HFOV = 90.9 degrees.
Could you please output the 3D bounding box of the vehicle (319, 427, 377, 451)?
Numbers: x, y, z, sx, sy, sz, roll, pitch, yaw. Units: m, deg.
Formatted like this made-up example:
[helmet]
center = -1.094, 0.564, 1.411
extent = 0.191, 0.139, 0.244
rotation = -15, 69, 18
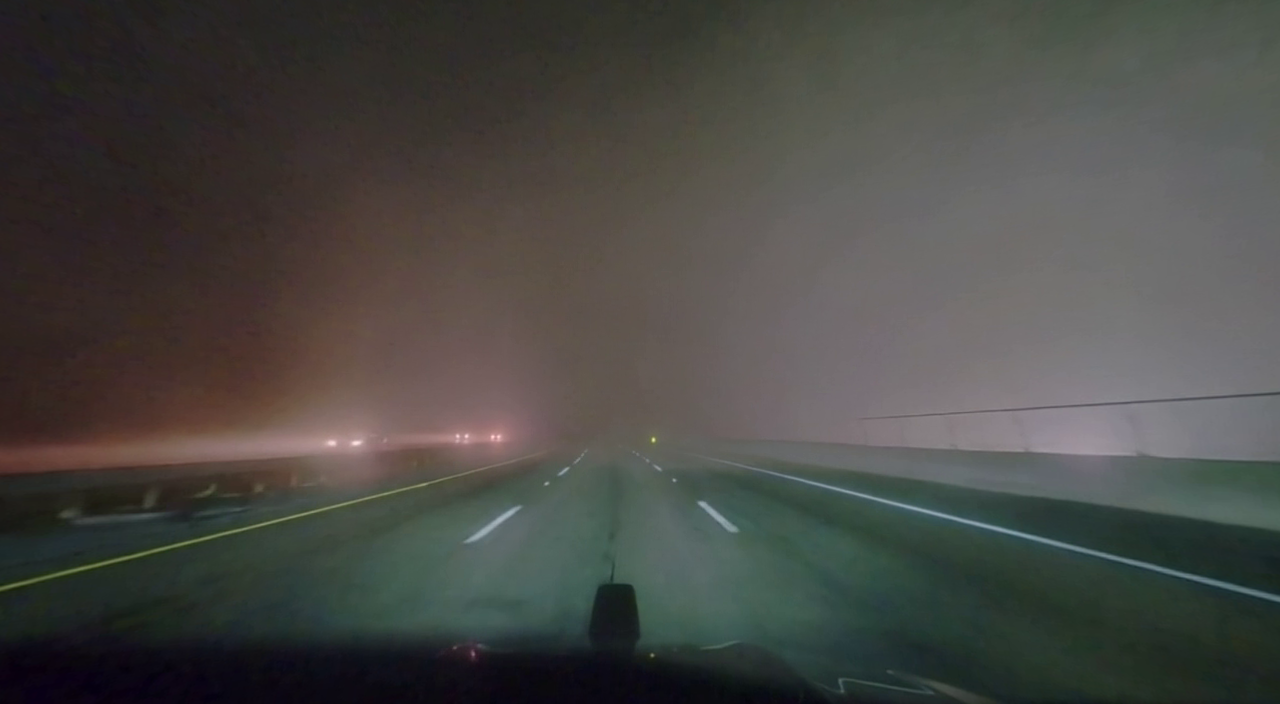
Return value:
[vehicle]
center = -19.188, 5.714, 41.600
extent = 1.813, 1.500, 4.517
rotation = 0, -8, -2
